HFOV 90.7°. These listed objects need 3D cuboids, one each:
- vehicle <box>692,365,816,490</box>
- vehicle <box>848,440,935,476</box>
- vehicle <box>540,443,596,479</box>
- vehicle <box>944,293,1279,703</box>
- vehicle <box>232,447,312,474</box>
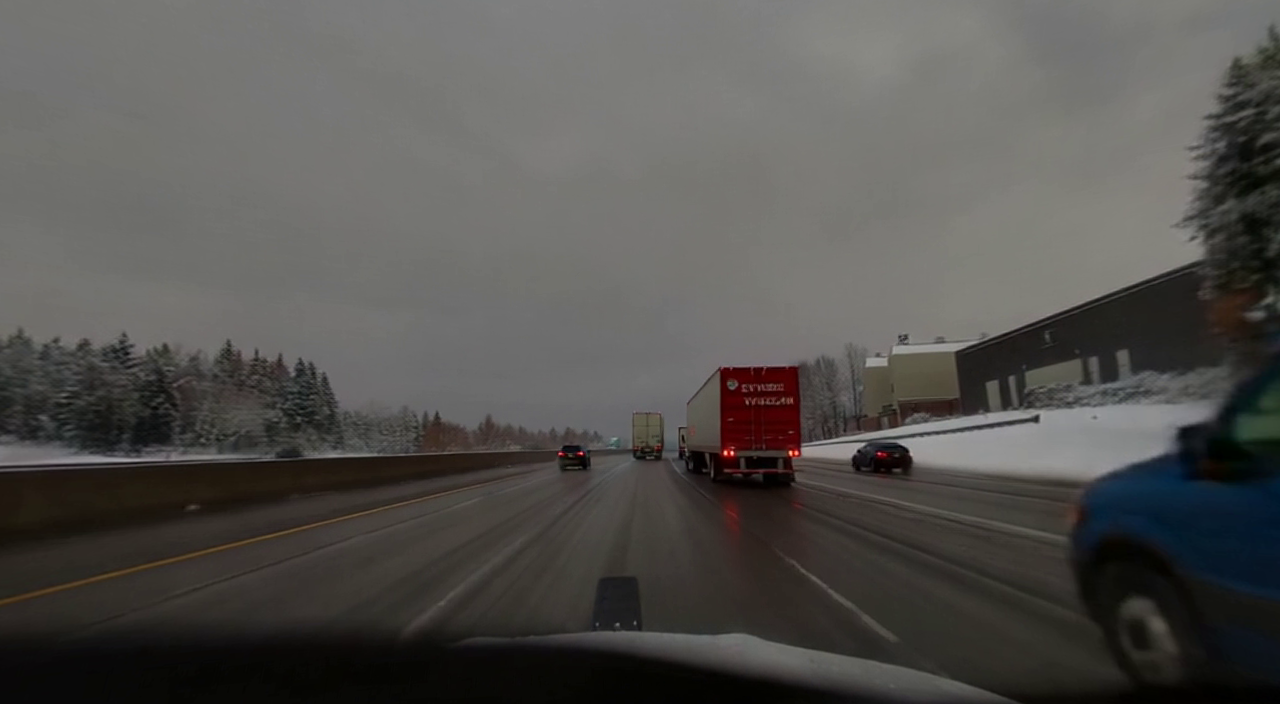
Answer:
[{"bbox_3d":[4.186,3.380,27.030,2.951,3.974,13.340,-1,-8,1],"label":"vehicle"},{"bbox_3d":[11.473,4.867,29.256,2.060,1.499,4.683,0,-8,-1],"label":"vehicle"},{"bbox_3d":[-3.120,4.833,28.323,2.024,1.472,4.014,-1,-8,0],"label":"vehicle"},{"bbox_3d":[3.865,0.551,1.198,2.809,1.919,7.507,0,-8,-1],"label":"vehicle"},{"bbox_3d":[-23.059,6.794,39.882,1.881,1.539,5.100,-1,-8,2],"label":"vehicle"}]
